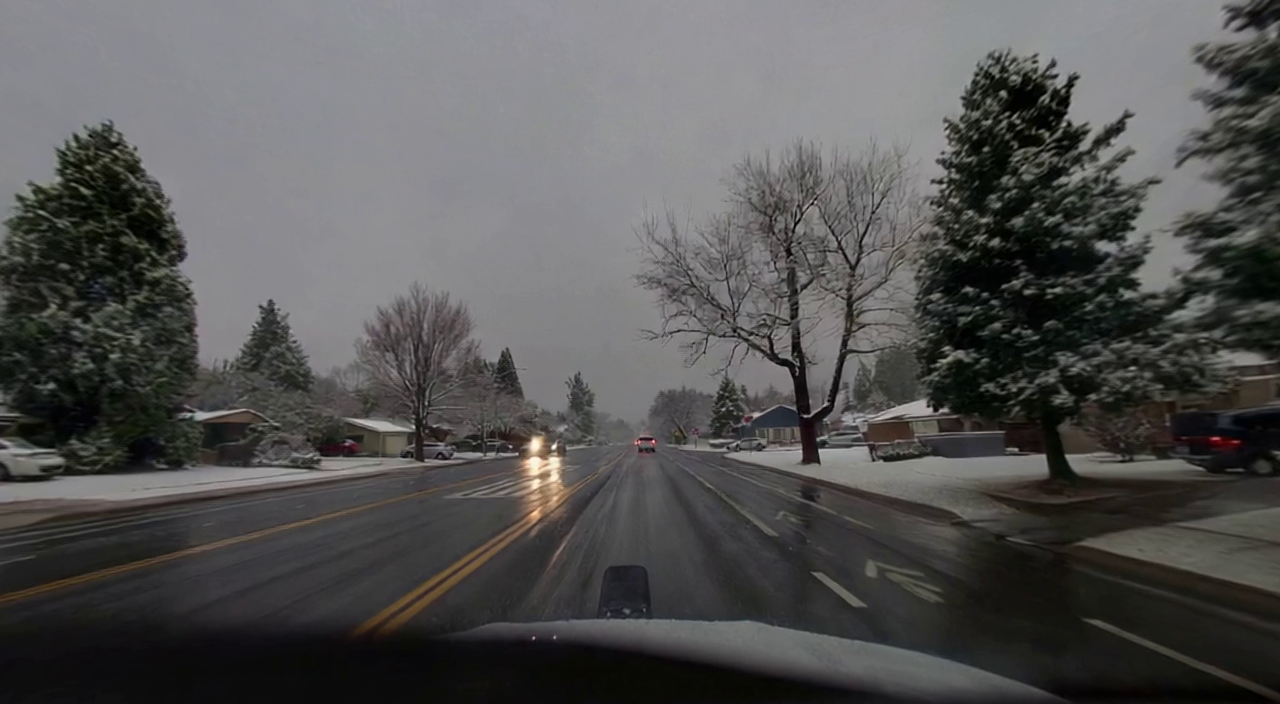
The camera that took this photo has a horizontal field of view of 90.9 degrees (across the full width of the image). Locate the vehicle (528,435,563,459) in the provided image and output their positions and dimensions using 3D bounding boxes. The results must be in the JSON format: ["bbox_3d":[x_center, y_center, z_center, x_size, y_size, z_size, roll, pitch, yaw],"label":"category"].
[{"bbox_3d":[-7.129,7.195,47.855,1.977,1.753,4.128,0,-8,1],"label":"vehicle"}]

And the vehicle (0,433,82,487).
[{"bbox_3d":[-20.697,3.496,20.621,1.930,1.617,4.076,2,-9,-15],"label":"vehicle"}]
